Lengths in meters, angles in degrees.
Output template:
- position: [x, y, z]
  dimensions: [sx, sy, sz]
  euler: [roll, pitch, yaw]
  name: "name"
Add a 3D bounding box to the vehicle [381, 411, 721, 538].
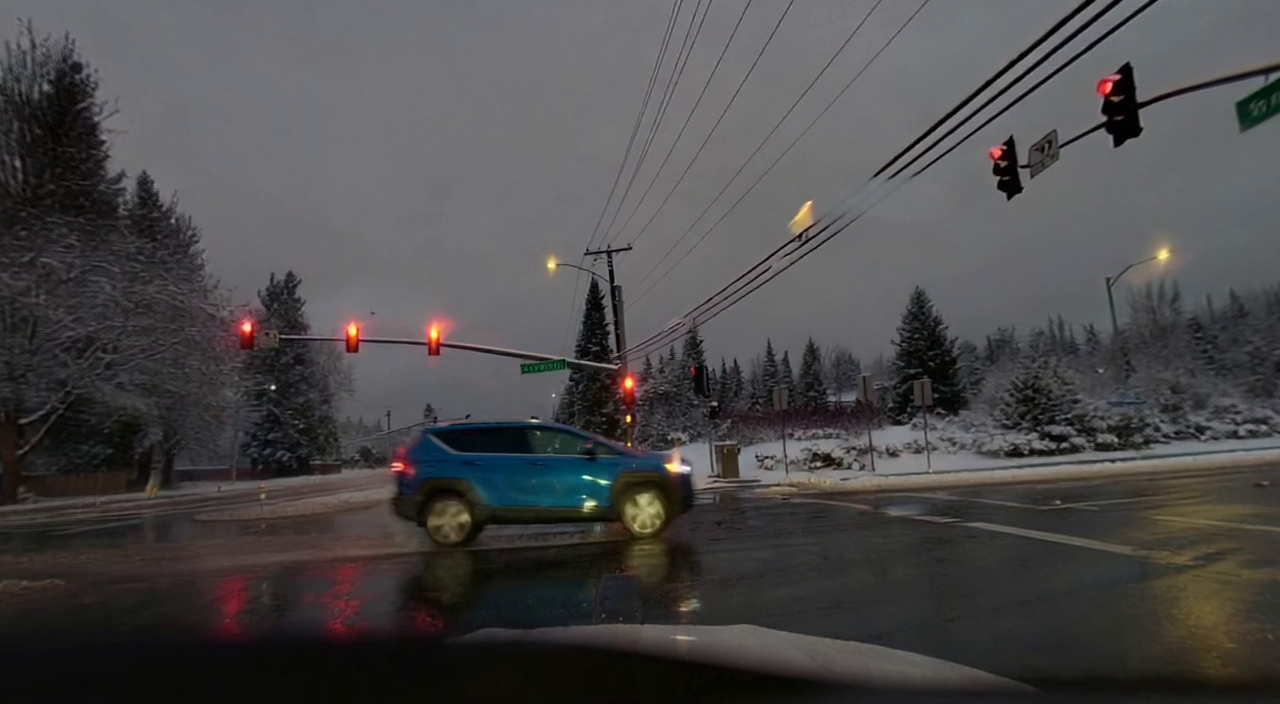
- position: [-1.291, 1.934, 10.280]
  dimensions: [4.881, 1.807, 2.135]
  euler: [0, -8, -1]
  name: "vehicle"
